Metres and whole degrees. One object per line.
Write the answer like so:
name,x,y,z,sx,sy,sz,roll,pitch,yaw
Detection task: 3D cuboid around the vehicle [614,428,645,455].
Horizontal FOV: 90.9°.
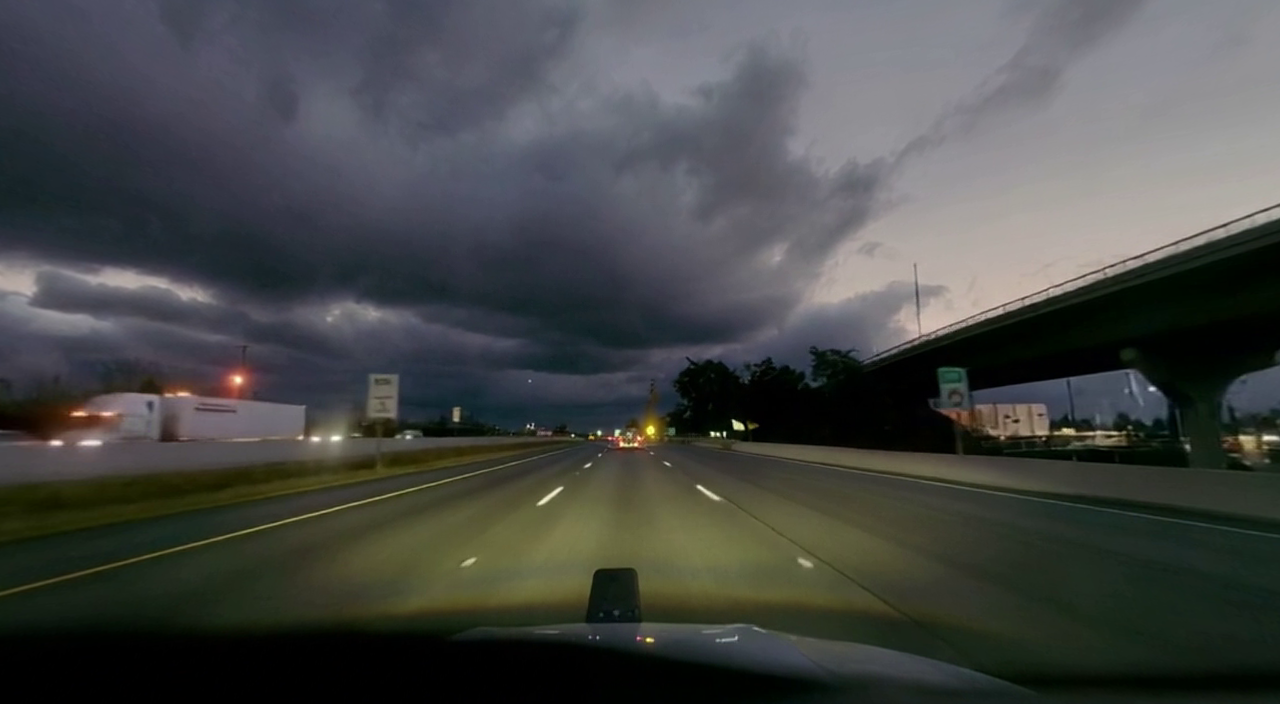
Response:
vehicle,-0.824,6.859,48.324,2.277,1.913,4.510,0,-8,-1

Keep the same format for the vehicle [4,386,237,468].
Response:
vehicle,-24.358,3.726,30.626,2.906,3.332,9.656,0,-8,1
